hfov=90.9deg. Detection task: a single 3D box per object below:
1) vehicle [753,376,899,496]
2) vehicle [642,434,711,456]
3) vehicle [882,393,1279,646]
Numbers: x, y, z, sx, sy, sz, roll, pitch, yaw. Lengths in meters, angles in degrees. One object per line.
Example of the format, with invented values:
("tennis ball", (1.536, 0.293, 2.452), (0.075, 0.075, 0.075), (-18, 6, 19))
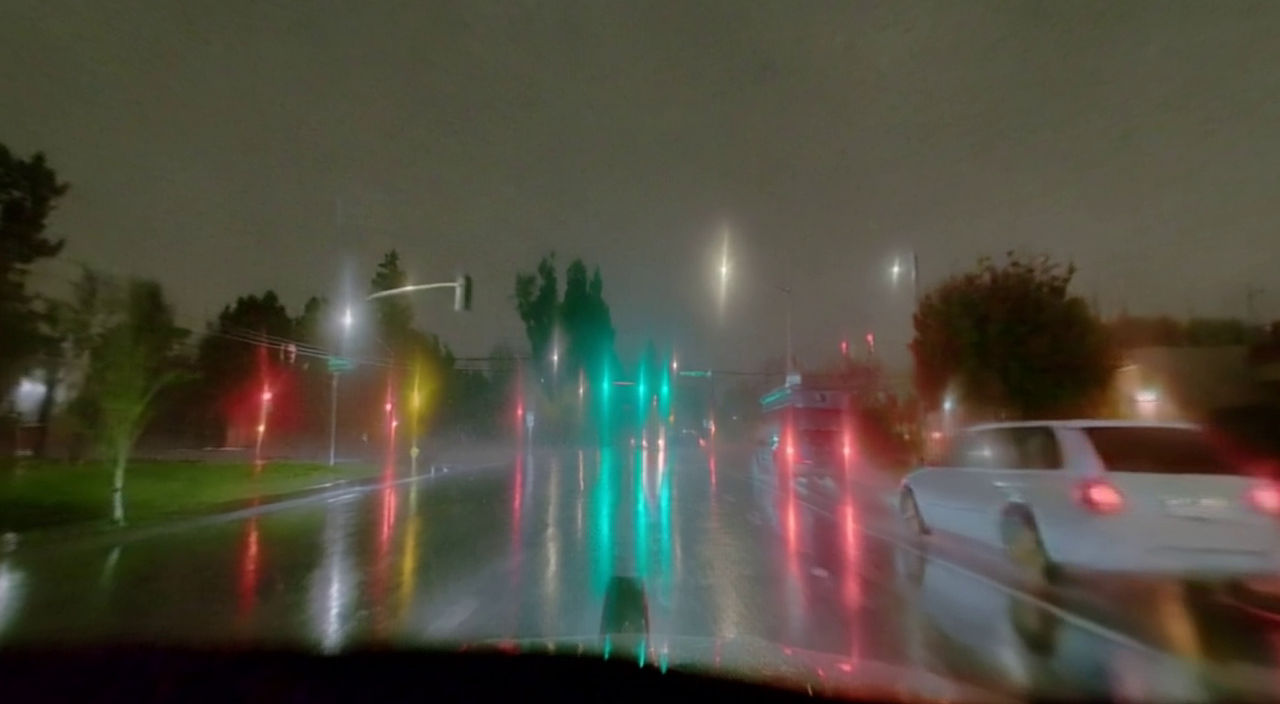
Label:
("vehicle", (4.812, 2.300, 17.329), (2.398, 2.806, 4.857), (0, -8, -1))
("vehicle", (2.465, 6.377, 43.319), (4.606, 1.452, 1.917), (-1, -8, 3))
("vehicle", (4.614, 1.471, 6.747), (2.202, 1.712, 4.813), (0, -8, 1))
